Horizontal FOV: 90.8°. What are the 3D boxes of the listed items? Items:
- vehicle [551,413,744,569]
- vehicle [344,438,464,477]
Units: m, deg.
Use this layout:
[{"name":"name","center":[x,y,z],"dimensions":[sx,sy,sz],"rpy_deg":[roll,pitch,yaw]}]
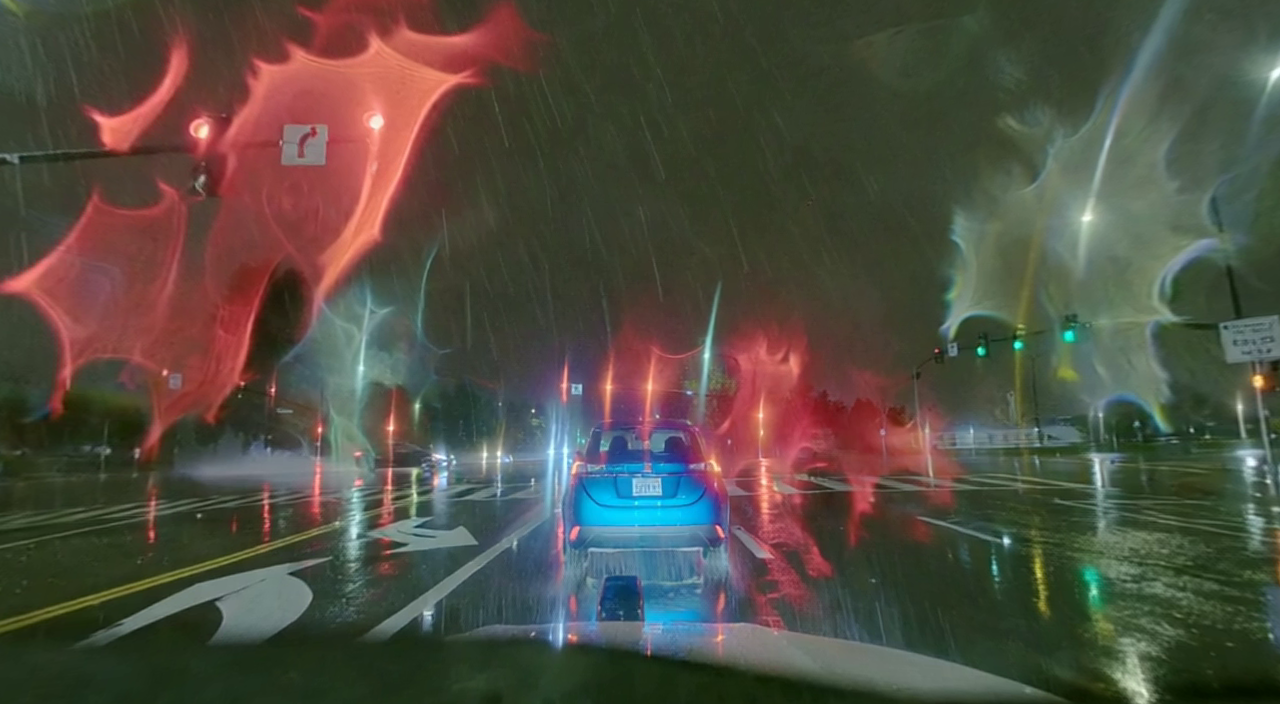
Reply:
[{"name":"vehicle","center":[0.035,1.758,8.711],"dimensions":[2.027,1.626,3.942],"rpy_deg":[0,-8,-1]},{"name":"vehicle","center":[-12.016,5.445,32.423],"dimensions":[5.247,1.889,2.050],"rpy_deg":[0,-11,2]}]
